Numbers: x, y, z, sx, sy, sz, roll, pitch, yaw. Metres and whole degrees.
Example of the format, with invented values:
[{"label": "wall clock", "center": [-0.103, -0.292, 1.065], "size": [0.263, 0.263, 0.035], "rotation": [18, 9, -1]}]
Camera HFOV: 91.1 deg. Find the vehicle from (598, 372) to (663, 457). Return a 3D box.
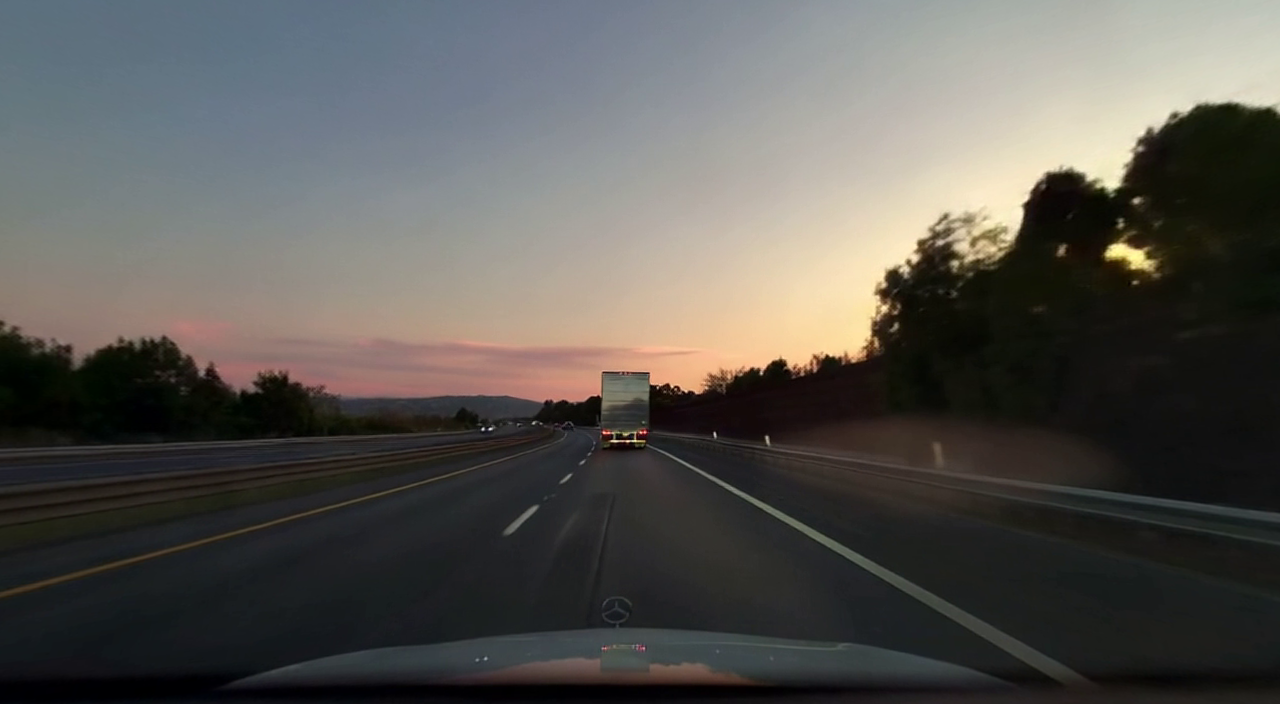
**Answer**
[{"label": "vehicle", "center": [-0.687, 3.610, 34.671], "size": [3.023, 3.965, 10.402], "rotation": [0, -8, -3]}]
